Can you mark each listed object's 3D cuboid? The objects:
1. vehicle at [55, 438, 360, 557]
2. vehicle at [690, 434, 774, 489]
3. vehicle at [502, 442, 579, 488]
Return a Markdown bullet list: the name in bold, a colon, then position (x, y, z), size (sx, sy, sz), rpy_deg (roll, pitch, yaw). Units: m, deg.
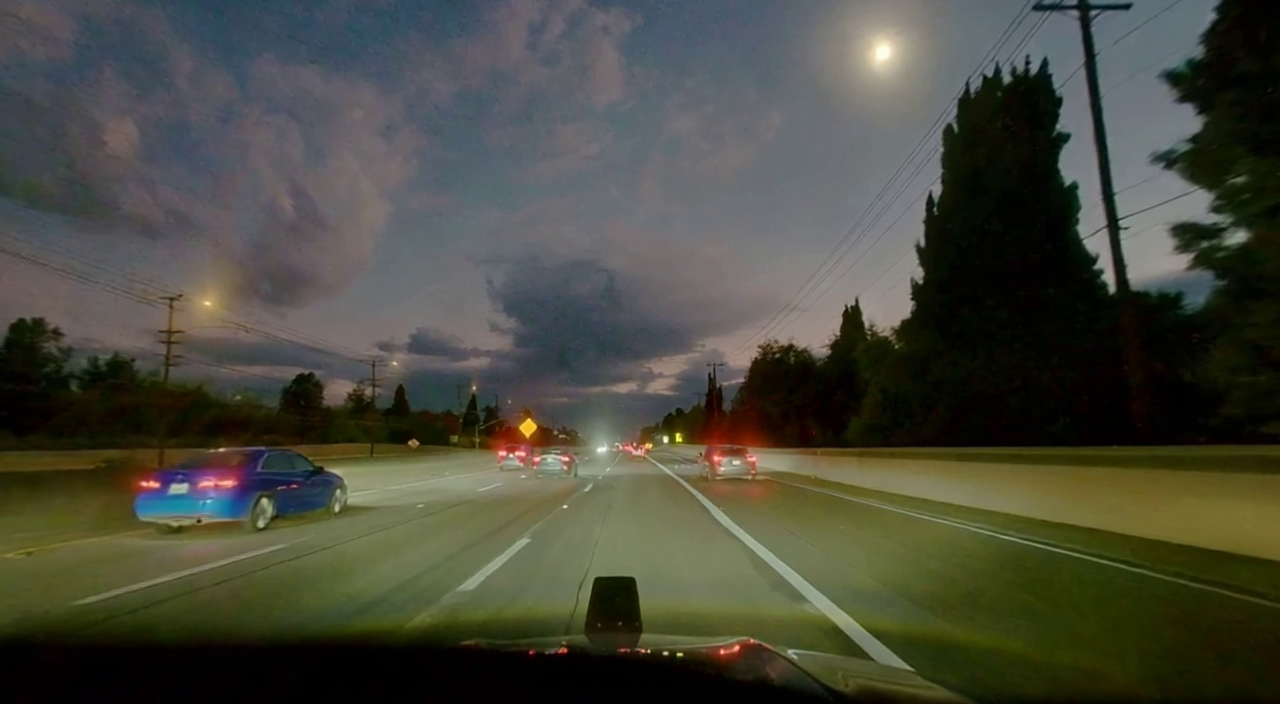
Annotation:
- **vehicle**: position (-6.434, 2.158, 10.162), size (1.903, 1.482, 4.180), rpy_deg (0, -8, 0)
- **vehicle**: position (3.040, 3.727, 21.829), size (2.100, 1.659, 4.387), rpy_deg (0, -8, -2)
- **vehicle**: position (-3.451, 4.015, 22.848), size (2.066, 1.488, 4.377), rpy_deg (0, -8, 0)
